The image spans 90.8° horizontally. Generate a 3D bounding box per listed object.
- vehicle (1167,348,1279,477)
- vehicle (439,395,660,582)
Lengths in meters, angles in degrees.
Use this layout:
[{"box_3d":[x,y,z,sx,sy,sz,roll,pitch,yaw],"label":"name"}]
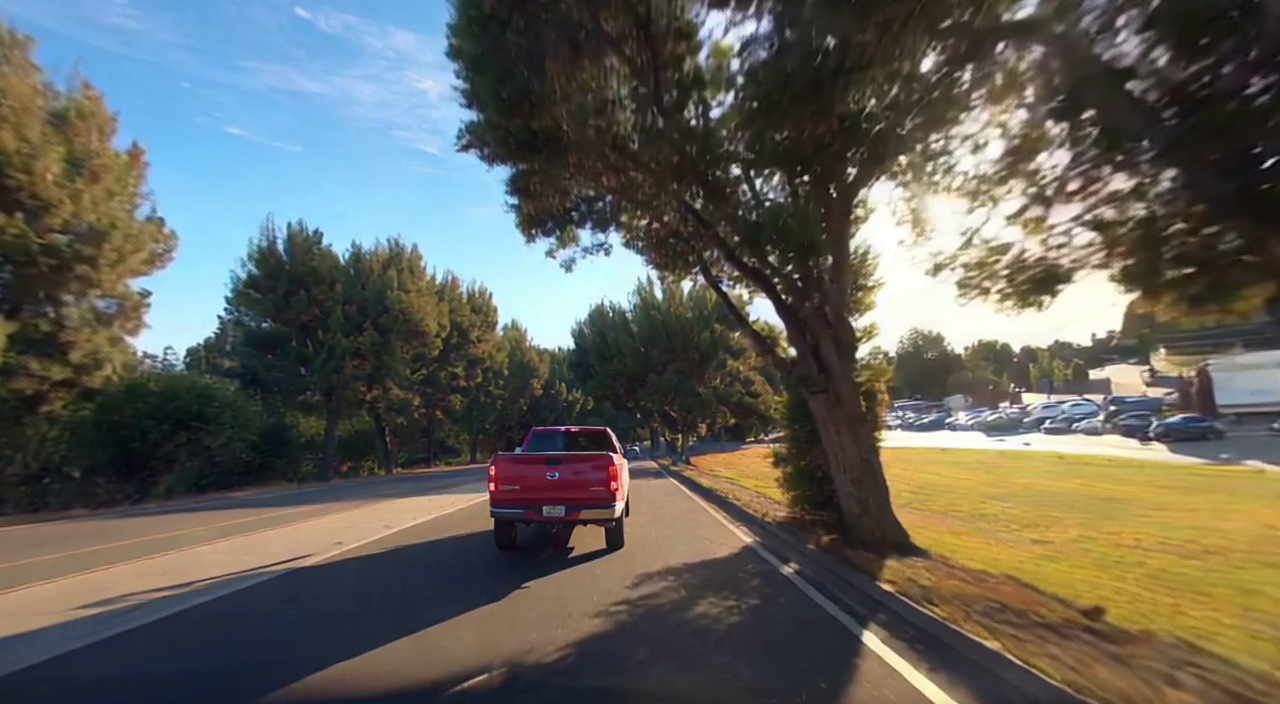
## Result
[{"box_3d":[12.560,1.122,10.636,5.191,1.983,2.335,1,-8,2],"label":"vehicle"},{"box_3d":[-0.834,1.703,8.773,2.157,1.816,5.039,0,-8,1],"label":"vehicle"}]
